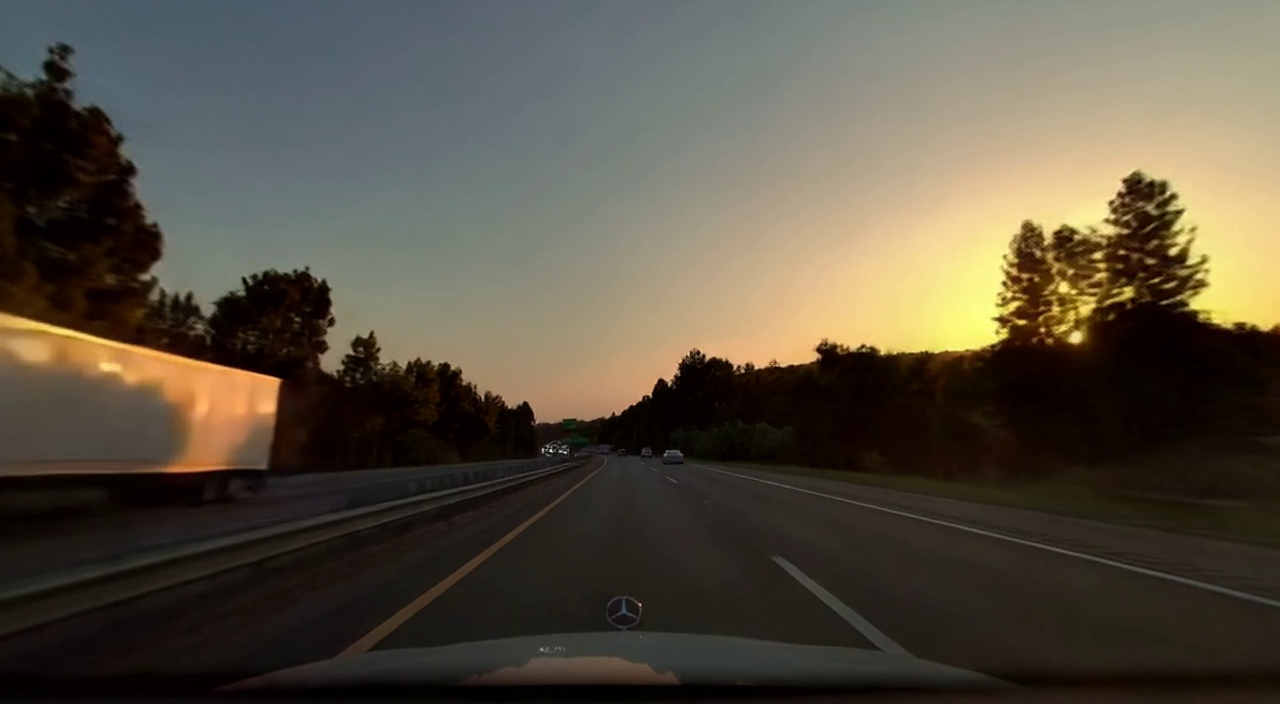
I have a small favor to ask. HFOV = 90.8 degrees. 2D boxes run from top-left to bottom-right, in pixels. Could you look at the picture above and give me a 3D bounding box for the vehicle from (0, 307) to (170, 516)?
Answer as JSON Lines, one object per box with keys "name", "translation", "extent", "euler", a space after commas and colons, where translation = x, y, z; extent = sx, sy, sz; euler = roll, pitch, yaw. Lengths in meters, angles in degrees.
{"name": "vehicle", "translation": [-13.300, 1.073, 11.487], "extent": [2.763, 3.848, 8.560], "euler": [0, -9, 0]}
